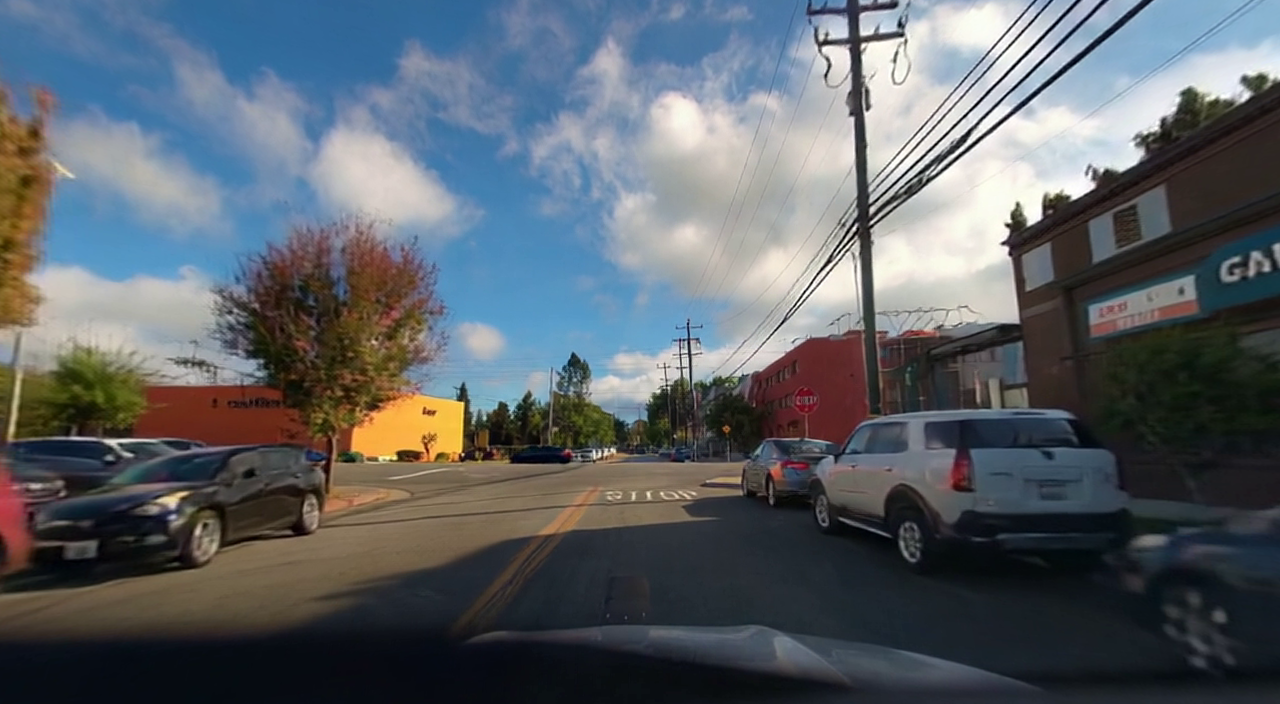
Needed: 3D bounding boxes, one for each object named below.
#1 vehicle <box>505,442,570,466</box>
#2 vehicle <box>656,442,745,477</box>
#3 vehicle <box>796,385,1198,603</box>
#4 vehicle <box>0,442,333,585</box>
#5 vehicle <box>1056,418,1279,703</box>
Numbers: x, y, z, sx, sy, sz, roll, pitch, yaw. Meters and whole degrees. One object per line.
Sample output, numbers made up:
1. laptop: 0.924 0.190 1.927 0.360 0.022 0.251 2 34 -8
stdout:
1. vehicle: -7.812 7.792 48.284 4.689 1.803 1.958 0 -8 -2
2. vehicle: 2.892 4.926 29.284 2.033 1.464 4.645 -6 -10 36
3. vehicle: 3.753 1.541 7.982 2.178 1.856 4.756 2 -7 -2
4. vehicle: -6.037 1.989 8.594 1.820 1.482 3.737 0 -8 -1
5. vehicle: 3.937 0.941 2.264 1.840 1.452 4.517 0 -8 1
